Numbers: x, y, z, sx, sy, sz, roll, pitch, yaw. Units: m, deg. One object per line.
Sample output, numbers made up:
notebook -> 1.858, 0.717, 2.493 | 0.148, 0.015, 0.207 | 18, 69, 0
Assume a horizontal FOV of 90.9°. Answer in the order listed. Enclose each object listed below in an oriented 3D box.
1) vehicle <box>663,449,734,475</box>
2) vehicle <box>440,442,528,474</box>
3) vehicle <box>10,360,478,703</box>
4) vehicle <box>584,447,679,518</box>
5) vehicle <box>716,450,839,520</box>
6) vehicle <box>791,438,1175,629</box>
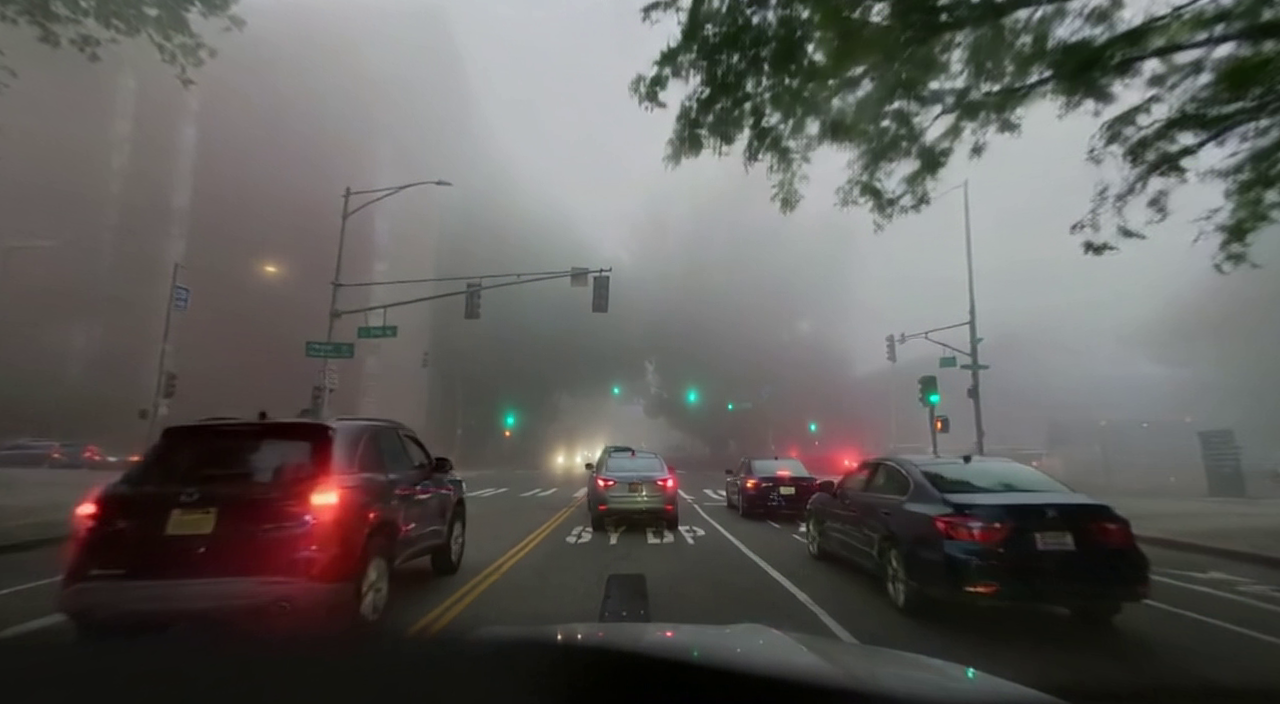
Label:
vehicle -> 3.634, 6.931, 40.143 | 2.106, 1.498, 4.820 | 4, -10, -28
vehicle -> -8.790, 5.916, 35.483 | 4.556, 1.689, 1.982 | -4, -9, 25
vehicle -> -2.859, 1.332, 5.709 | 1.683, 2.039, 3.703 | 0, -8, 2
vehicle -> -0.242, 3.075, 15.373 | 2.031, 1.461, 3.763 | 0, -8, -2
vehicle -> 3.243, 3.221, 15.844 | 1.942, 1.443, 4.468 | 0, -8, -2
vehicle -> 3.364, 1.829, 7.495 | 1.973, 1.537, 4.533 | 0, -8, 0
